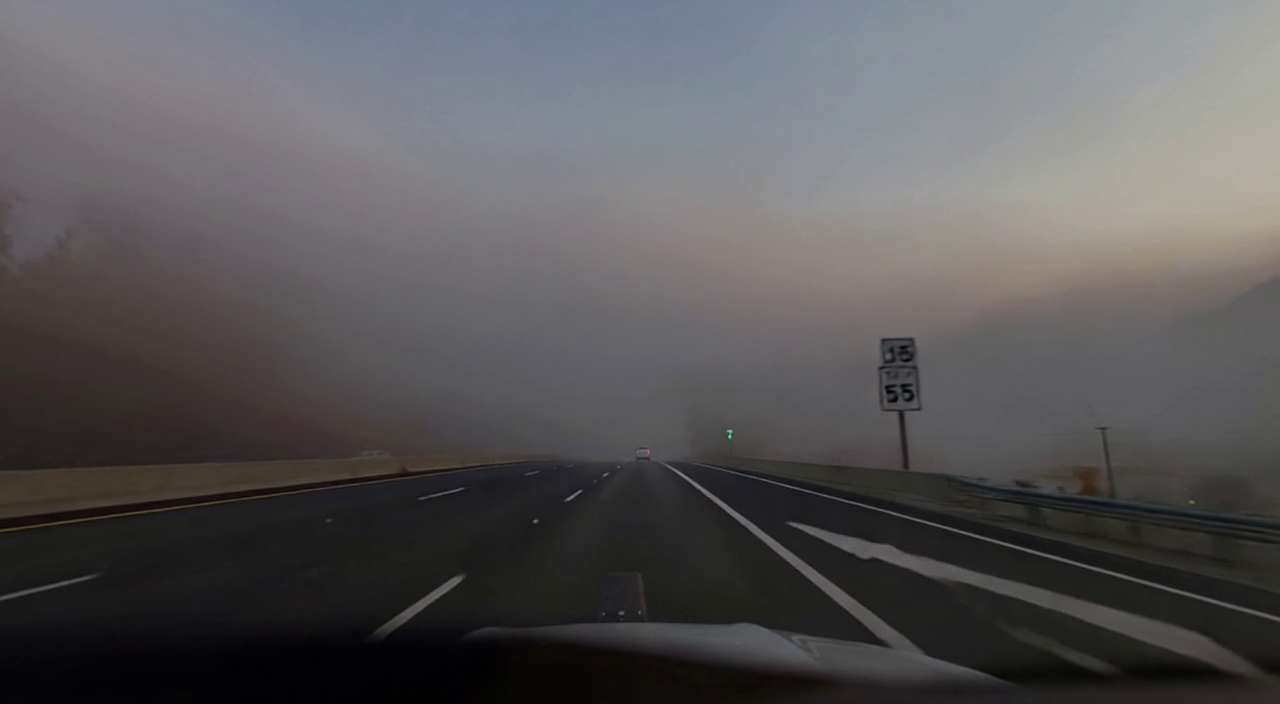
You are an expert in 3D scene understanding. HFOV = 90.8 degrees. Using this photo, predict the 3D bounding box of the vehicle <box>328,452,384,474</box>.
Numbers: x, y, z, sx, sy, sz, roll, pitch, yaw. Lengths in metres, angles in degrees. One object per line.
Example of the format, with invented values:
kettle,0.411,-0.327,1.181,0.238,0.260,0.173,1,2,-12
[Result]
vehicle,-20.831,8.166,46.611,1.922,1.499,4.595,0,-9,1
